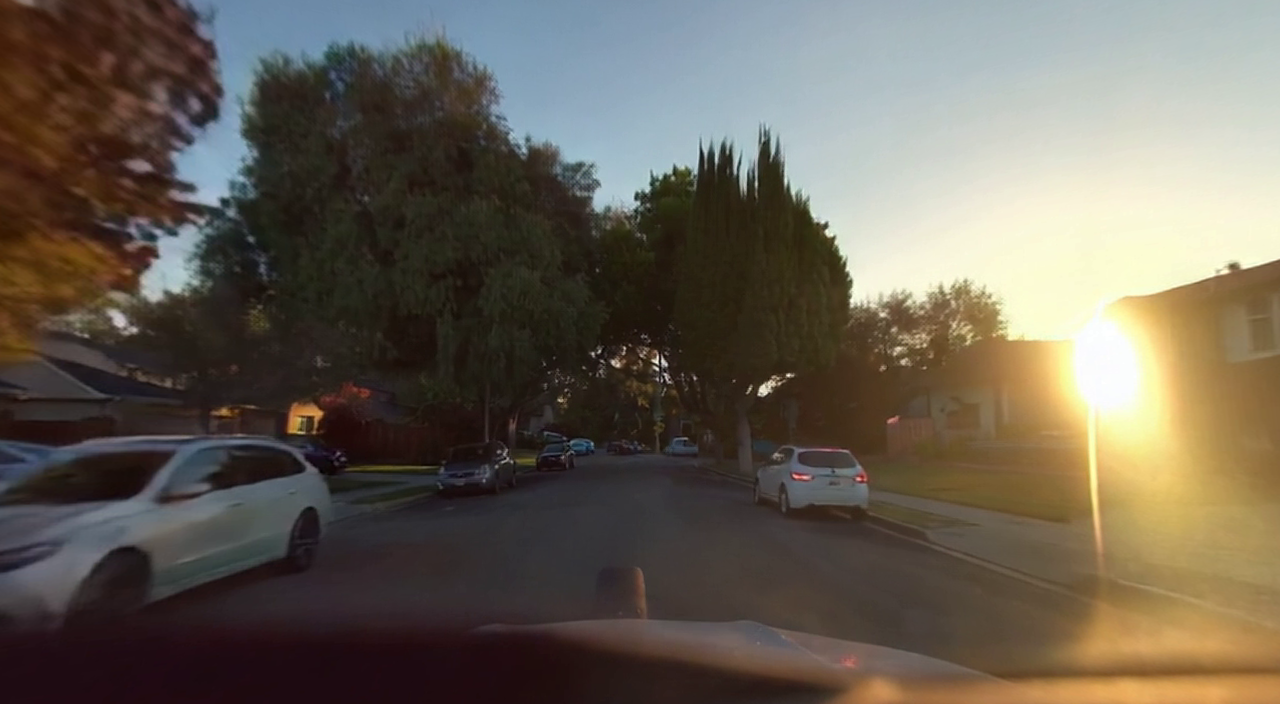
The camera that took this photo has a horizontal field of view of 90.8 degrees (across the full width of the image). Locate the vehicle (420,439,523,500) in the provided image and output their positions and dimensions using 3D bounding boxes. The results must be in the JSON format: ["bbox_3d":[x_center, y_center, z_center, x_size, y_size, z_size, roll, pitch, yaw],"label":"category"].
[{"bbox_3d":[-5.017,3.544,19.527,1.887,1.660,4.312,0,-9,1],"label":"vehicle"}]

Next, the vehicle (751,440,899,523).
[{"bbox_3d":[3.736,2.676,13.596,1.945,1.495,3.983,0,-9,0],"label":"vehicle"}]

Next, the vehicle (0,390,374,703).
[{"bbox_3d":[-4.618,1.413,5.894,2.140,1.815,4.926,0,-7,0],"label":"vehicle"}]
